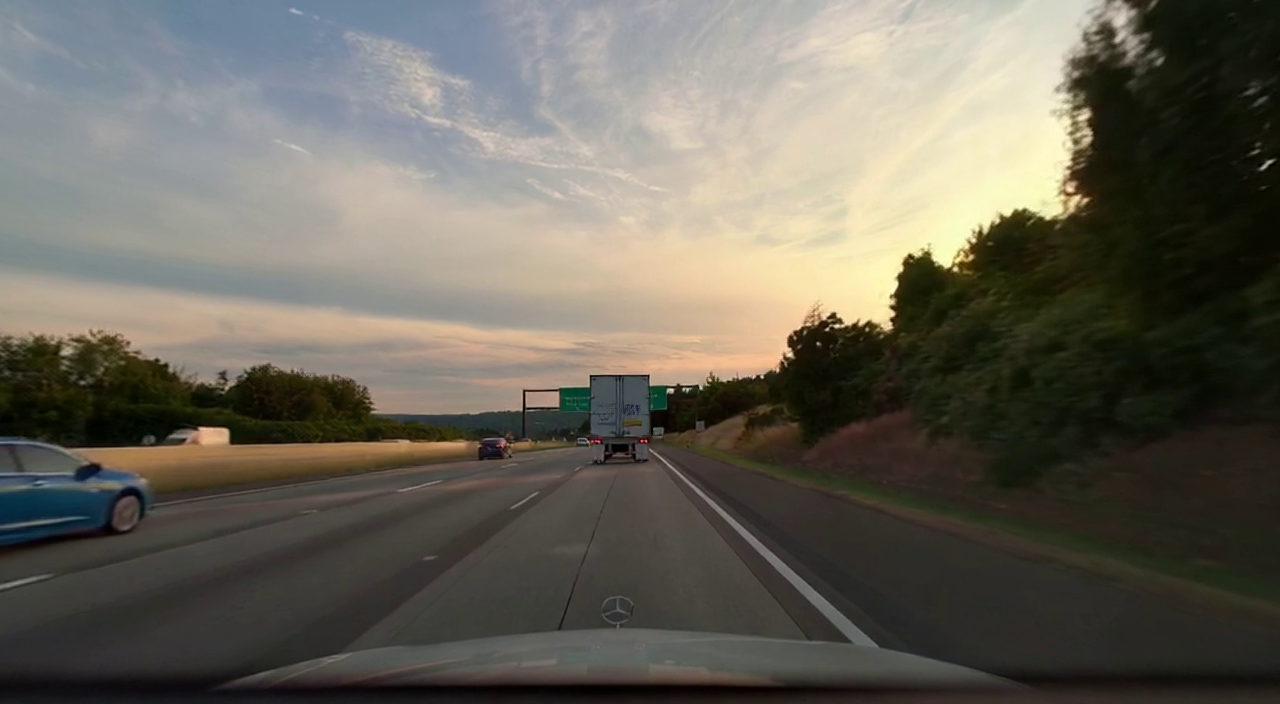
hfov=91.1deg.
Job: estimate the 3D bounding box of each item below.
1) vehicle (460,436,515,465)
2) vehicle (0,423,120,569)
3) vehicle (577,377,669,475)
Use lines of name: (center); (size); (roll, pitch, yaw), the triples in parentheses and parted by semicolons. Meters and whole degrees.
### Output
vehicle: (-8.085, 5.229, 33.736); (1.949, 1.437, 4.296); (0, -8, -1)
vehicle: (-7.474, 1.413, 5.990); (1.856, 1.479, 3.710); (0, -8, -1)
vehicle: (-0.733, 3.455, 28.314); (3.033, 3.223, 14.836); (1, -8, -1)
